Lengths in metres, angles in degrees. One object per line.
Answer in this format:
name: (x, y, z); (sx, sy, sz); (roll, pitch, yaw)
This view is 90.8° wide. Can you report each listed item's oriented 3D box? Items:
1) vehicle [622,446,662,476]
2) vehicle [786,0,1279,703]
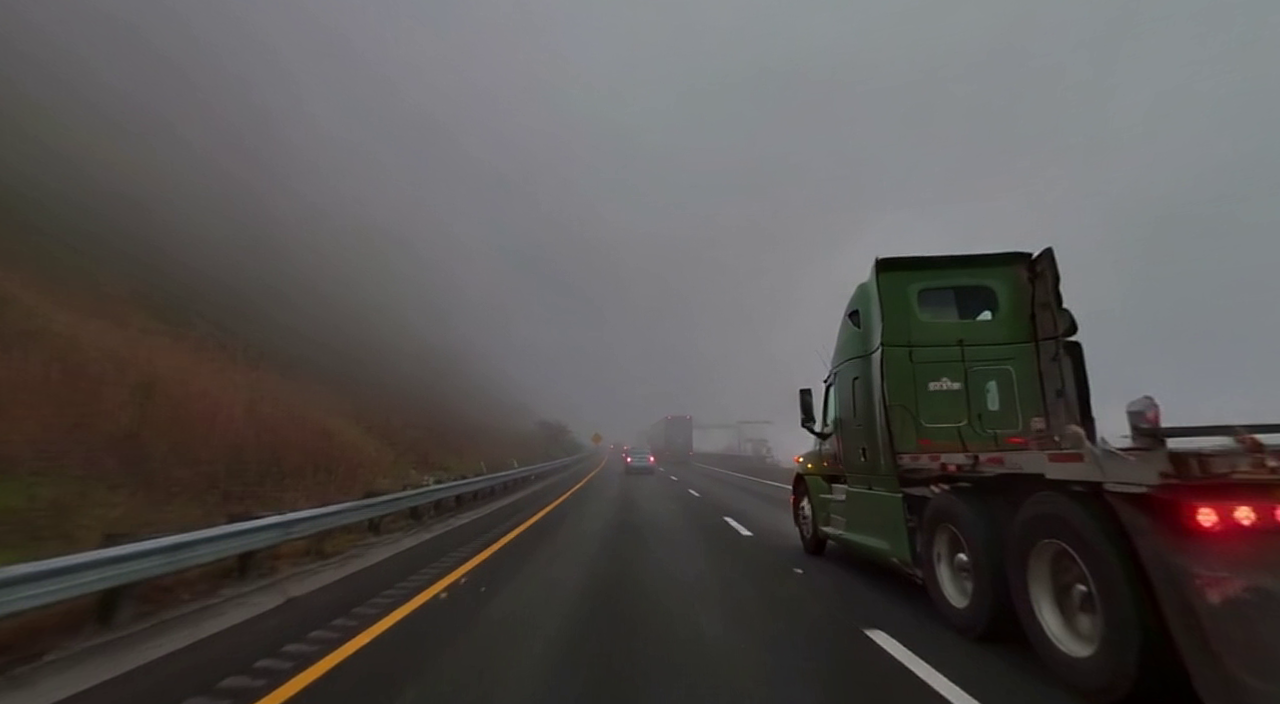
vehicle: (0.055, 5.463, 31.792); (1.927, 1.437, 3.794); (0, -9, -1)
vehicle: (3.671, 0.286, 6.009); (2.990, 3.934, 6.180); (0, -9, 0)
